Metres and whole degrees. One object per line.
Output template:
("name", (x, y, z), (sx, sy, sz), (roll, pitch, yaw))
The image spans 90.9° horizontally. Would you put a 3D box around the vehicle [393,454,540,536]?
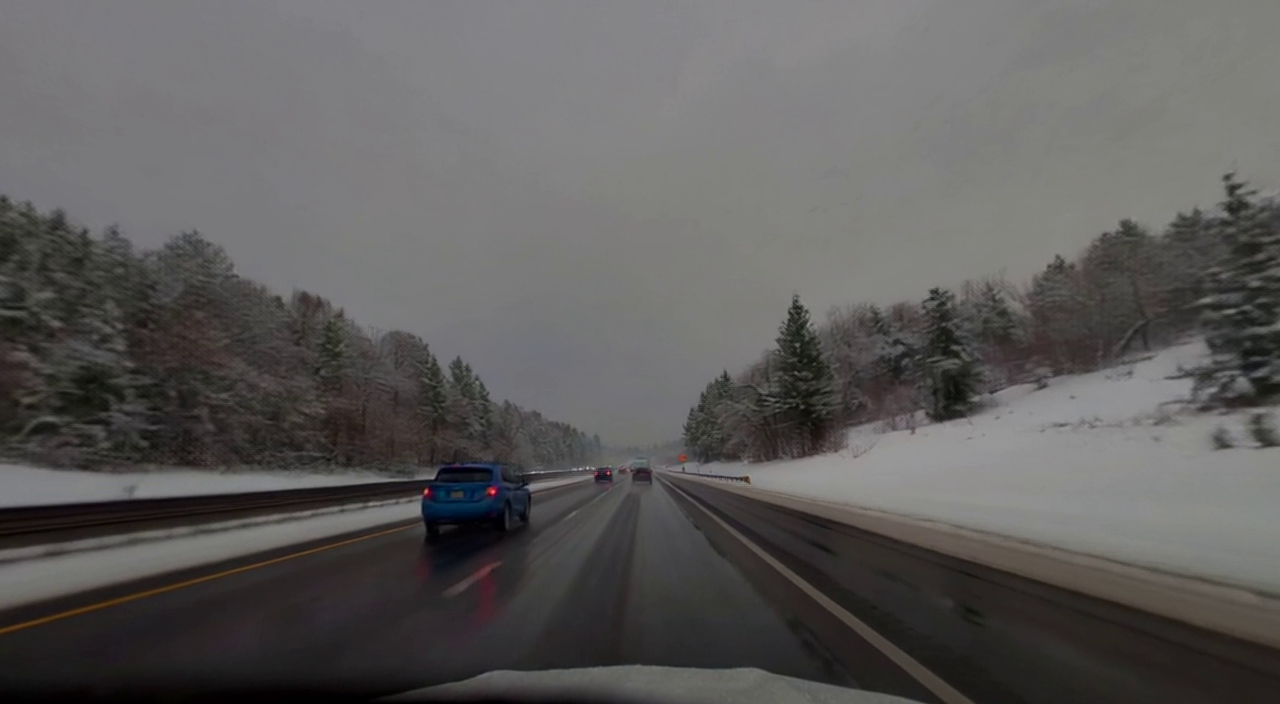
("vehicle", (-3.698, 3.159, 14.358), (2.047, 1.523, 4.279), (1, -11, 1))
